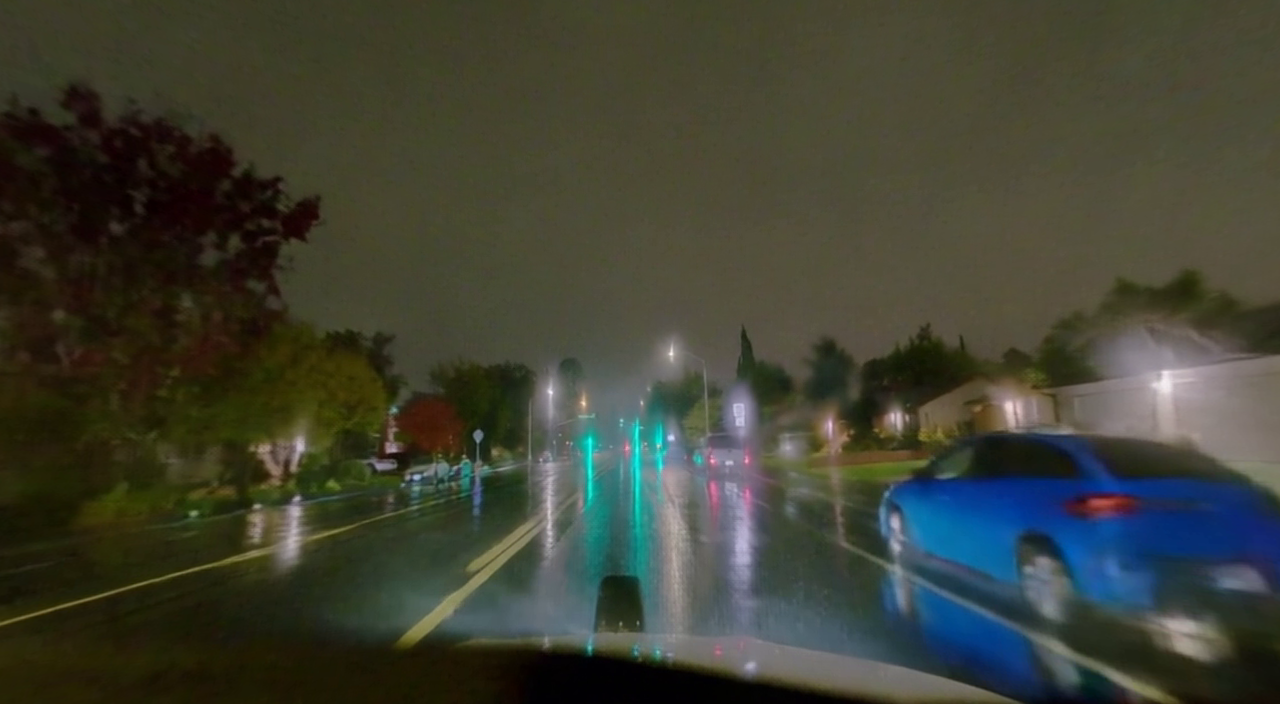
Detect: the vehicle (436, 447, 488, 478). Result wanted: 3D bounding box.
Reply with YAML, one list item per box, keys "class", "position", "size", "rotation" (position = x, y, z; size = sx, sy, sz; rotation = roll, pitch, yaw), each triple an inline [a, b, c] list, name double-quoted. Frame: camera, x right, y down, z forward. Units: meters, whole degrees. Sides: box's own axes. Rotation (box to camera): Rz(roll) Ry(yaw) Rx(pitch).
- class: "vehicle"
  position: [-11.067, 6.889, 39.688]
  size: [1.981, 1.790, 4.682]
  rotation: [0, -8, -1]

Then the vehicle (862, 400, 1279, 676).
- class: "vehicle"
  position: [4.093, 1.465, 6.161]
  size: [2.173, 1.656, 4.514]
  rotation: [0, -8, -1]

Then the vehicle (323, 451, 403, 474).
- class: "vehicle"
  position: [-19.221, 7.685, 43.959]
  size: [4.569, 1.498, 2.072]
  rotation: [0, -8, 0]

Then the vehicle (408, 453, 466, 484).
- class: "vehicle"
  position: [-11.079, 6.355, 34.795]
  size: [1.815, 1.532, 4.517]
  rotation: [0, -8, -2]

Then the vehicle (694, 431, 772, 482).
- class: "vehicle"
  position: [3.848, 4.469, 27.403]
  size: [2.319, 1.938, 5.961]
  rotation: [0, -8, -2]
